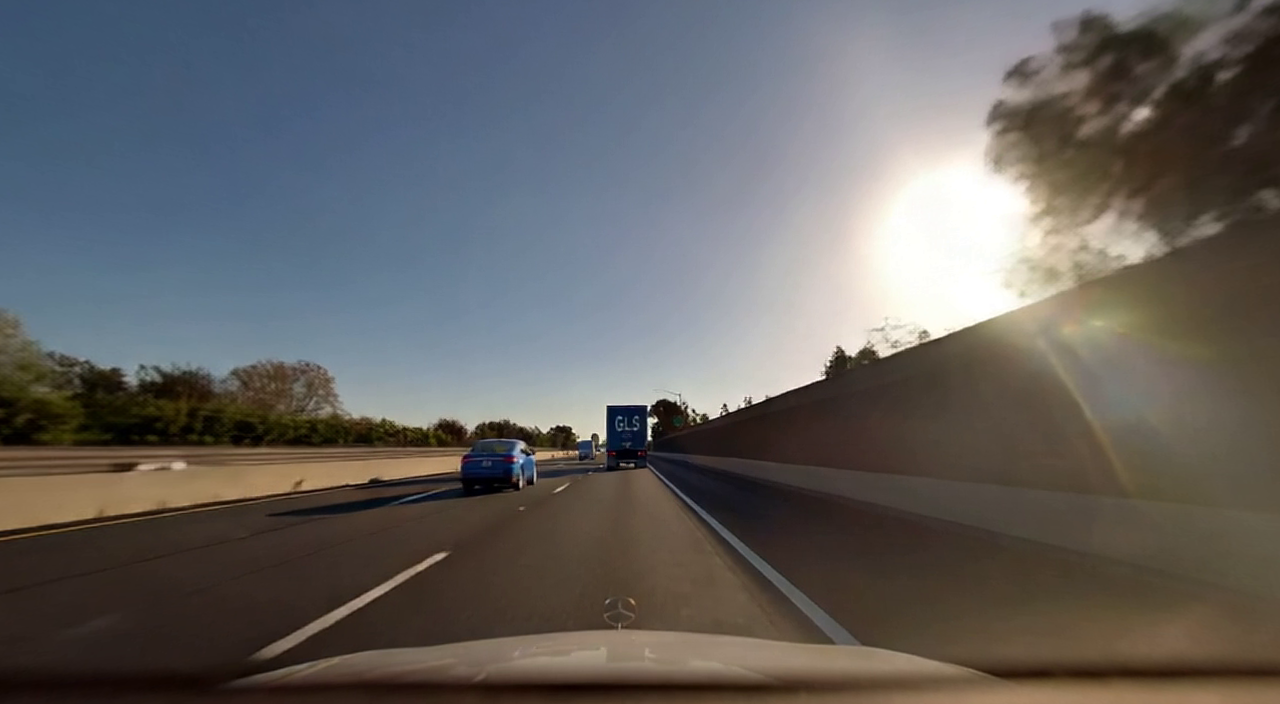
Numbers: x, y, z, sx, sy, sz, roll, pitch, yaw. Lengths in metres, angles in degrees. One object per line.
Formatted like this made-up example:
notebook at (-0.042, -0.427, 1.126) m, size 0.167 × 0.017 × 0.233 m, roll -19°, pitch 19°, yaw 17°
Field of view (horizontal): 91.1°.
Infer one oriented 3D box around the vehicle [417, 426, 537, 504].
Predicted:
vehicle at (-4.582, 3.281, 18.627) m, size 2.226 × 1.935 × 5.130 m, roll 0°, pitch -9°, yaw -1°

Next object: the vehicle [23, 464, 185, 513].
vehicle at (-18.551, 4.719, 22.107) m, size 1.839 × 1.427 × 4.416 m, roll 0°, pitch -9°, yaw -1°

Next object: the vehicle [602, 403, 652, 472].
vehicle at (-0.884, 5.753, 41.628) m, size 2.923 × 4.007 × 9.760 m, roll 0°, pitch -9°, yaw -1°
